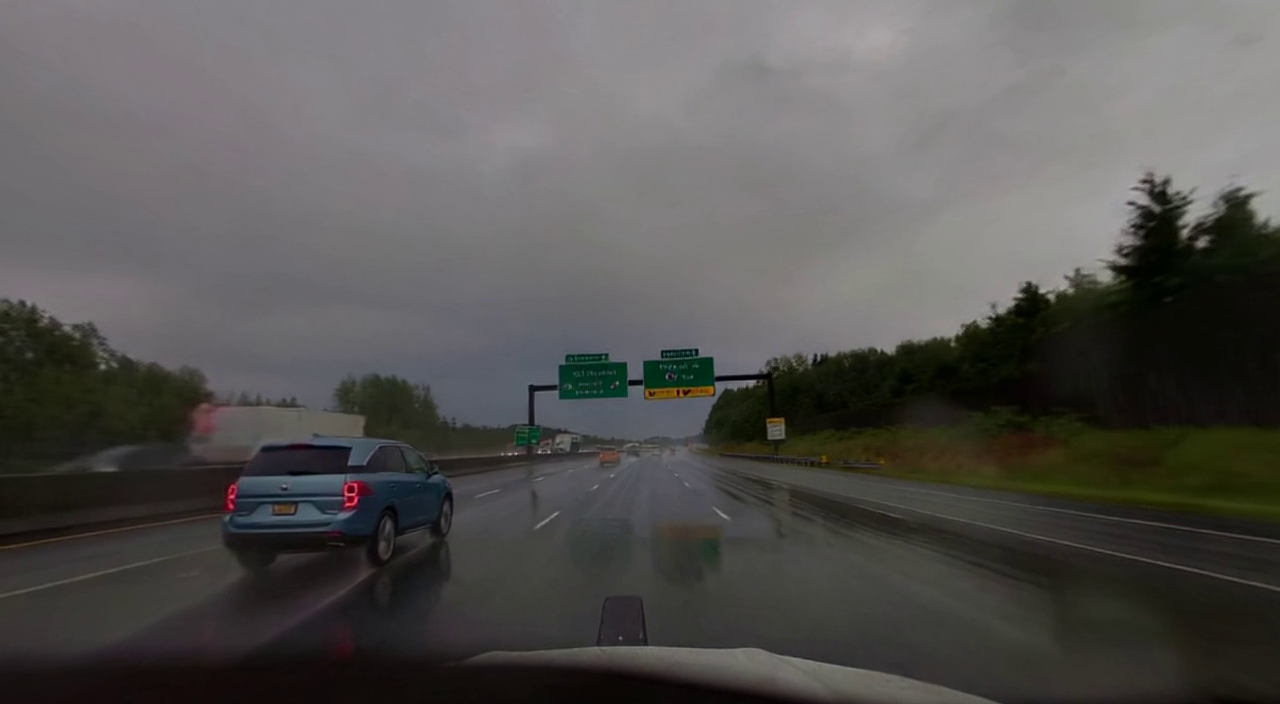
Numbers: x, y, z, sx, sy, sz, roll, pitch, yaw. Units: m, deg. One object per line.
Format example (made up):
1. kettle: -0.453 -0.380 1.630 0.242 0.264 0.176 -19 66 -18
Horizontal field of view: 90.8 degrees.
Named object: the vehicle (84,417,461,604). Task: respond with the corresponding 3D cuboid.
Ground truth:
1. vehicle: -3.810 1.700 7.645 2.016 1.623 4.126 0 -9 1
